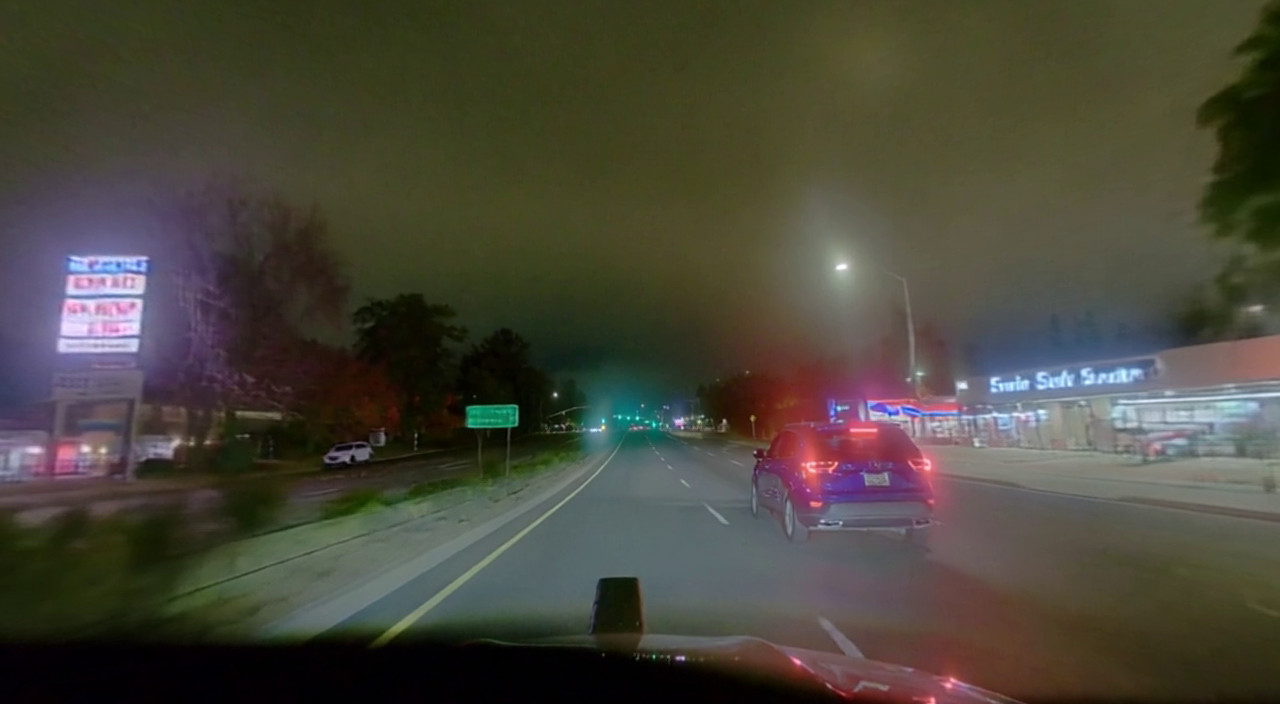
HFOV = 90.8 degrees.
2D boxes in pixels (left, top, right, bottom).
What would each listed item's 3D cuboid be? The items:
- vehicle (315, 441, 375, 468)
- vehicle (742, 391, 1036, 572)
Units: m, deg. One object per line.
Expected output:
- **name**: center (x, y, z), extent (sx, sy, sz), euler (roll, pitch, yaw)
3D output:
- **vehicle**: center (-19.462, 6.761, 41.871), extent (1.988, 1.634, 4.301), euler (0, -8, -1)
- **vehicle**: center (2.873, 1.639, 8.712), extent (2.130, 1.790, 4.615), euler (0, -8, 0)
